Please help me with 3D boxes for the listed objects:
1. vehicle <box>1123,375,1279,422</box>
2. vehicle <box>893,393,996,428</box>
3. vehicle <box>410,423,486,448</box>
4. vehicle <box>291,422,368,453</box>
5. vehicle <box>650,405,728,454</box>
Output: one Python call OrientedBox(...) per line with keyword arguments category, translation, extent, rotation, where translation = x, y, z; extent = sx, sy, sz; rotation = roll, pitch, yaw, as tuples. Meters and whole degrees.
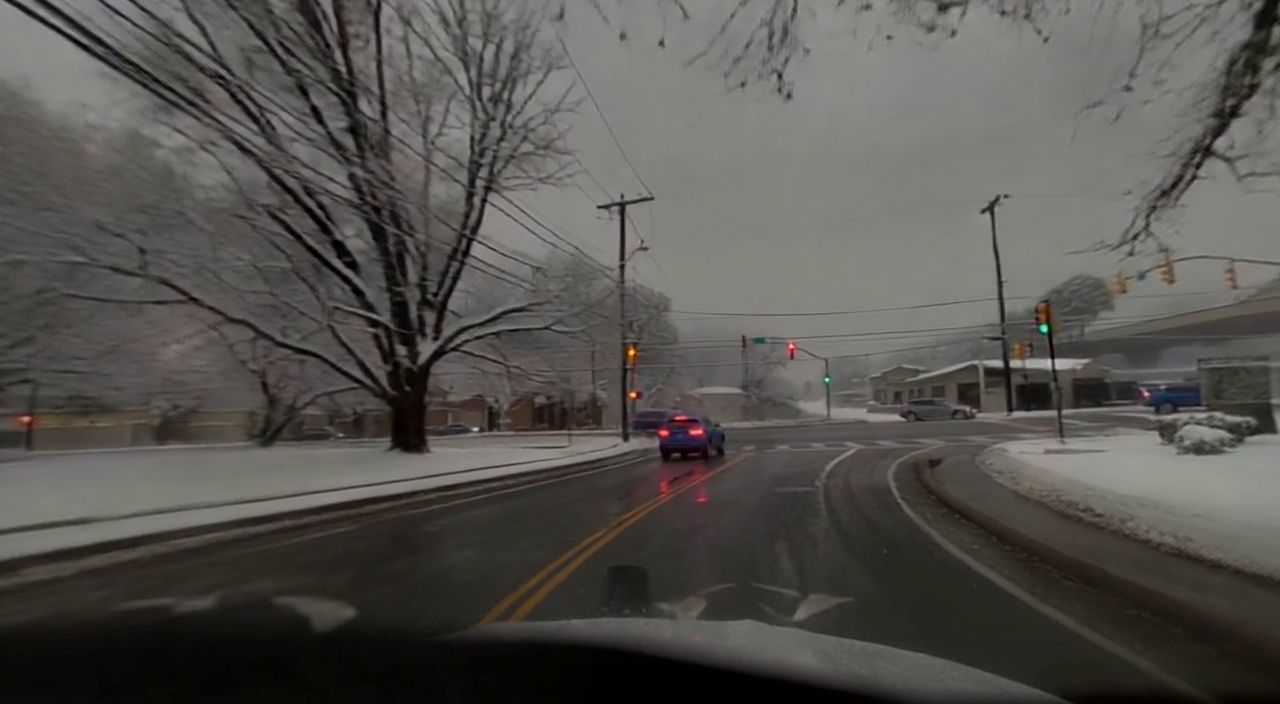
OrientedBox(category="vehicle", translation=(26.217, 2.233, 29.667), extent=(4.950, 2.022, 2.221), rotation=(-3, -6, 18))
OrientedBox(category="vehicle", translation=(16.002, 3.109, 33.388), extent=(4.636, 1.668, 1.935), rotation=(-3, -7, 20))
OrientedBox(category="vehicle", translation=(-12.980, 5.648, 42.585), extent=(4.610, 1.476, 2.021), rotation=(-3, -4, 18))
OrientedBox(category="vehicle", translation=(-22.886, 6.326, 46.479), extent=(4.928, 1.843, 2.055), rotation=(-5, -2, 17))
OrientedBox(category="vehicle", translation=(2.053, 3.144, 24.937), extent=(1.928, 1.726, 4.704), rotation=(-3, -9, 19))
